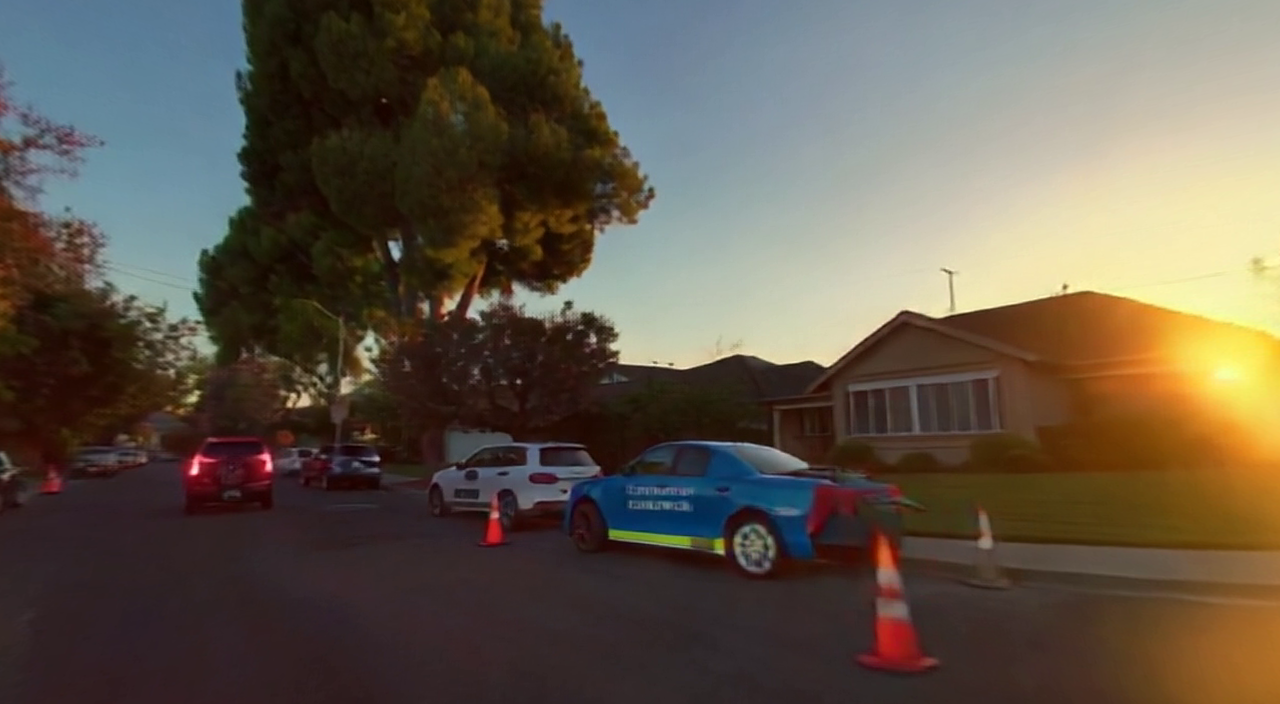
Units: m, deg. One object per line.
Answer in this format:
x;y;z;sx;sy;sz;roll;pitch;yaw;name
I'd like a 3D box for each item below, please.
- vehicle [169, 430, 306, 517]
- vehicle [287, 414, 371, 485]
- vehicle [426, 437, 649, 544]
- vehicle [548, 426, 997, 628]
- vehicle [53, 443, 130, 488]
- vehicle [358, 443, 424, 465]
-9.734;2.808;15.153;2.350;1.748;4.094;6;-10;-36;vehicle
-14.432;4.480;29.133;2.268;2.900;5.980;6;-11;-36;vehicle
-2.167;2.379;11.894;1.996;1.497;5.022;5;-9;-37;vehicle
1.126;1.718;7.455;2.400;1.515;4.710;6;-11;-36;vehicle
-25.650;5.245;29.714;2.241;1.822;4.728;4;-9;-36;vehicle
-19.431;7.958;49.357;4.486;1.629;1.792;5;-10;-33;vehicle
